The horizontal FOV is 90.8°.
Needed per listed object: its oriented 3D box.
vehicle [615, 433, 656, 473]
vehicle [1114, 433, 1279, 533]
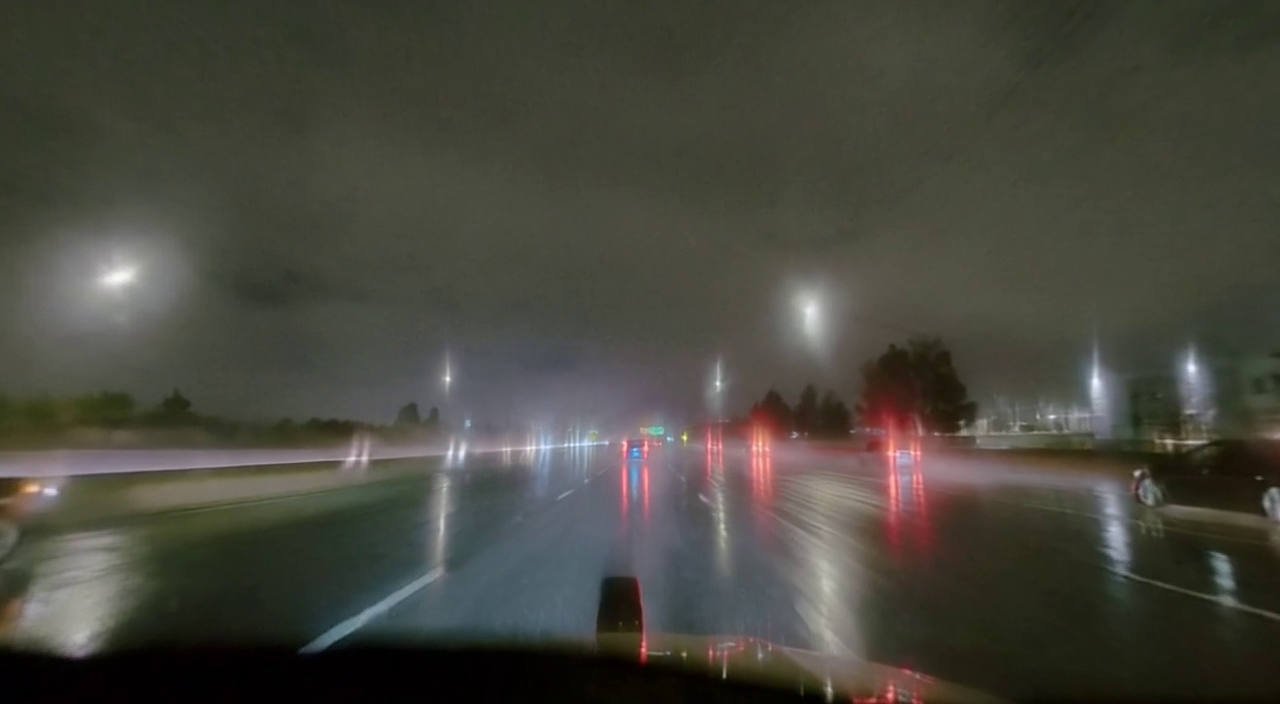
[{"bbox_3d":[-0.186,5.011,31.453,1.893,1.827,4.513,0,-9,1],"label":"vehicle"},{"bbox_3d":[10.197,2.019,9.981,1.900,1.432,4.519,0,-8,0],"label":"vehicle"}]
